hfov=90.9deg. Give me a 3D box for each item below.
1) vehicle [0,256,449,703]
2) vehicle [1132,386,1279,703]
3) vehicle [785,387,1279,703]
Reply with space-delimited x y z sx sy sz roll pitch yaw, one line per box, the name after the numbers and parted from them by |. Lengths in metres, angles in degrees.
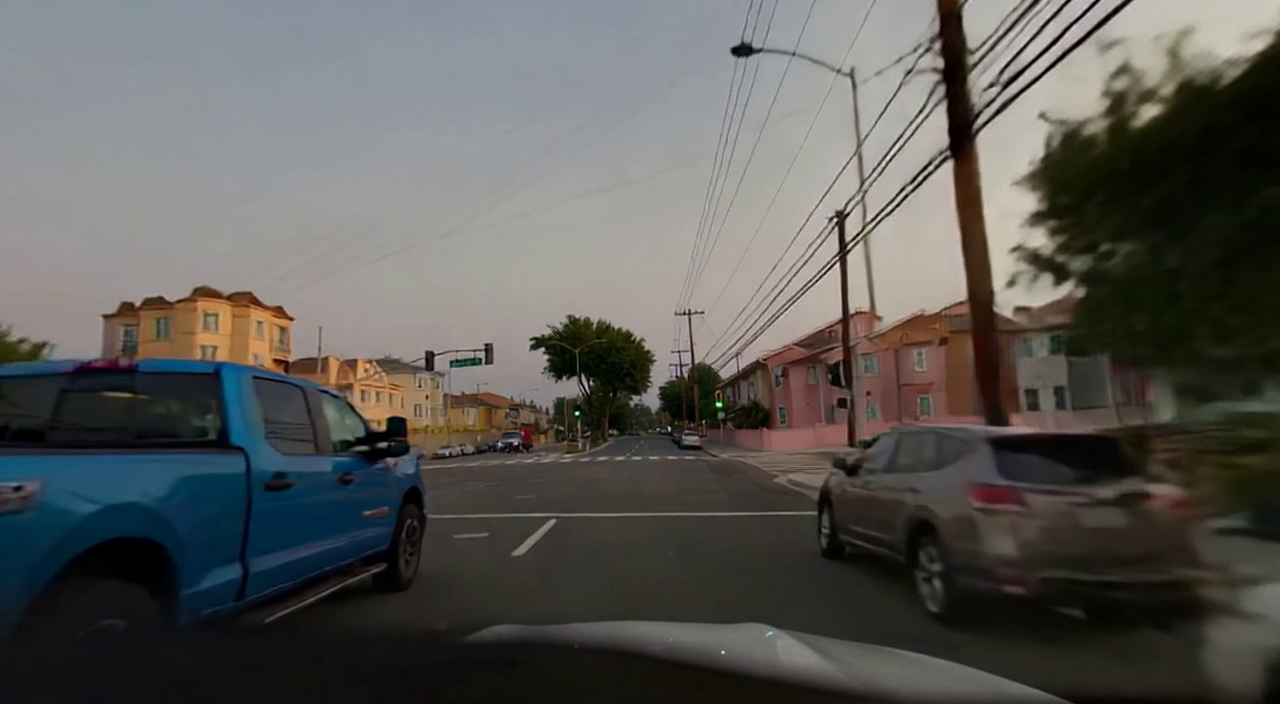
-2.968 0.886 3.191 2.242 1.890 5.306 -1 -9 1 | vehicle
3.031 0.598 0.287 2.012 1.491 4.333 0 -9 -2 | vehicle
2.963 1.346 5.602 2.132 1.601 4.924 0 -9 0 | vehicle
